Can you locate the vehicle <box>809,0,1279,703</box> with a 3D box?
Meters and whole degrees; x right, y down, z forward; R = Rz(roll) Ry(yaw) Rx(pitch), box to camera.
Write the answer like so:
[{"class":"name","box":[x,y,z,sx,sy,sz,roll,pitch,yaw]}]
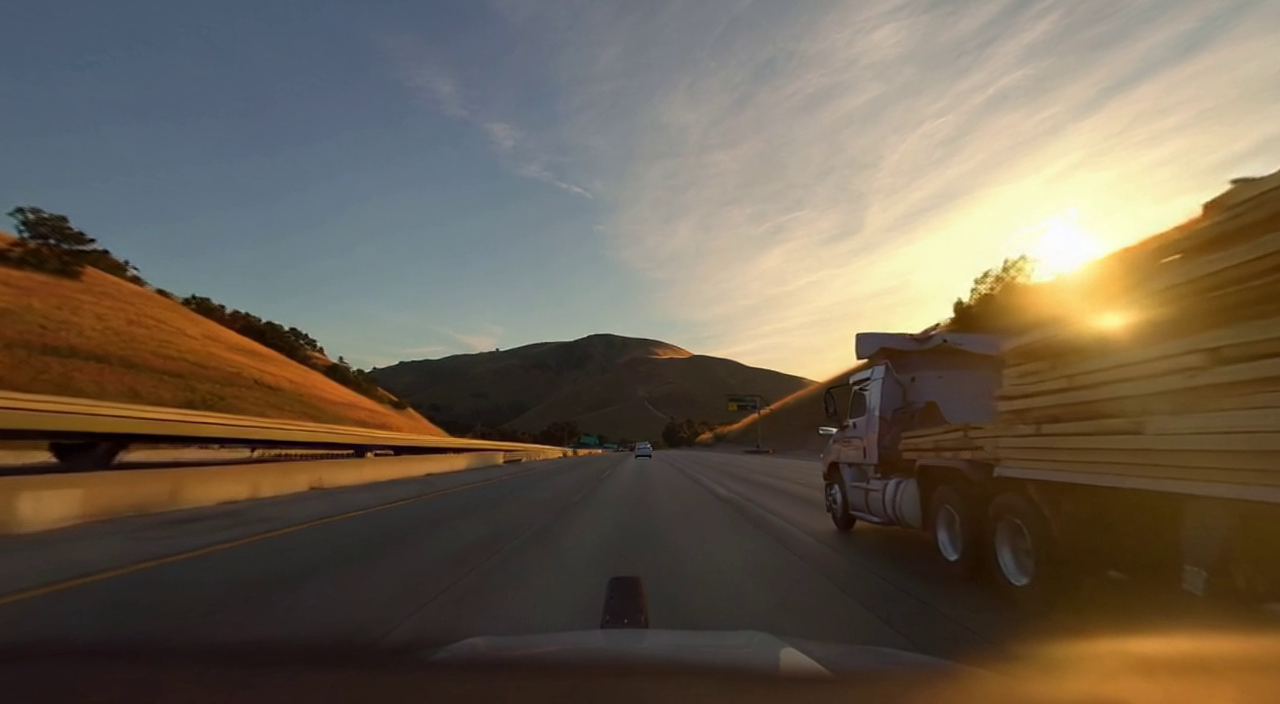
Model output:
[{"class":"vehicle","box":[3.935,0.326,2.995,3.326,3.089,10.642,-1,-8,0]}]
